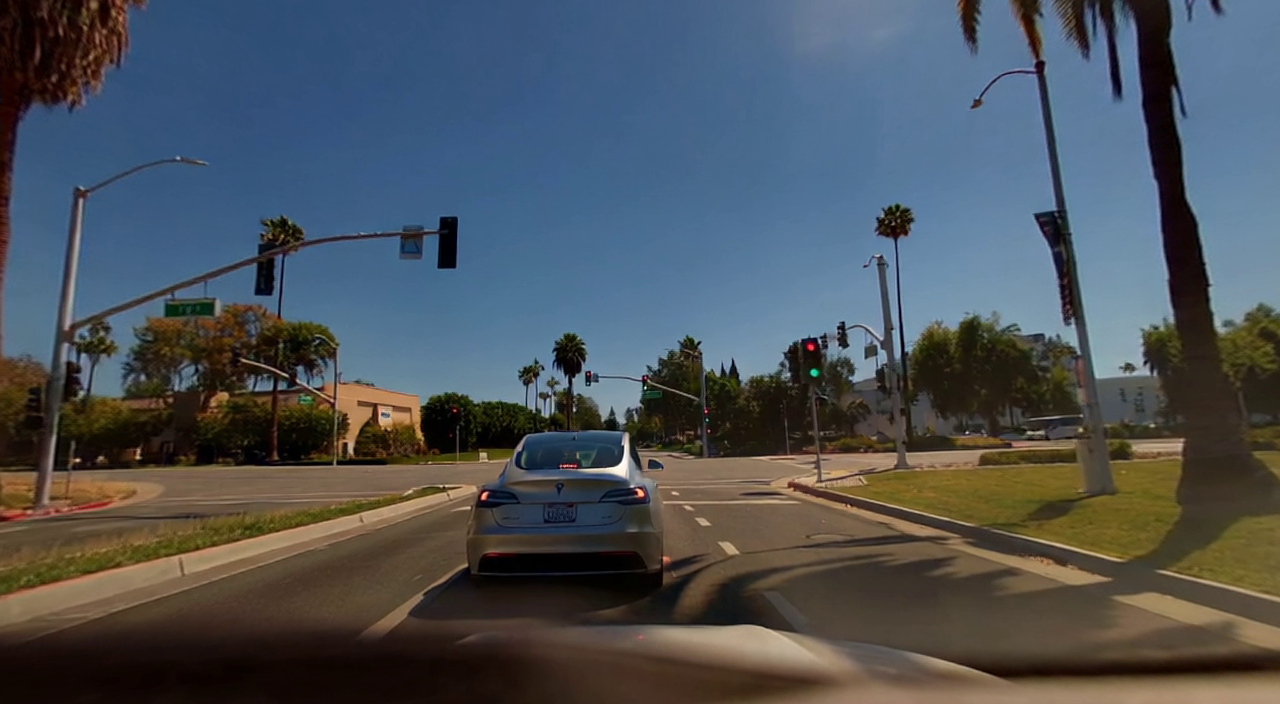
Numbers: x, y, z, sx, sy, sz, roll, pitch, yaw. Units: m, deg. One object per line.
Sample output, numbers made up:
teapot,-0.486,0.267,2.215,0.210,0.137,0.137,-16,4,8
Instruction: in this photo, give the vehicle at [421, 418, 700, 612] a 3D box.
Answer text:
vehicle,-0.629,1.578,7.080,2.152,1.478,4.229,0,-8,0
